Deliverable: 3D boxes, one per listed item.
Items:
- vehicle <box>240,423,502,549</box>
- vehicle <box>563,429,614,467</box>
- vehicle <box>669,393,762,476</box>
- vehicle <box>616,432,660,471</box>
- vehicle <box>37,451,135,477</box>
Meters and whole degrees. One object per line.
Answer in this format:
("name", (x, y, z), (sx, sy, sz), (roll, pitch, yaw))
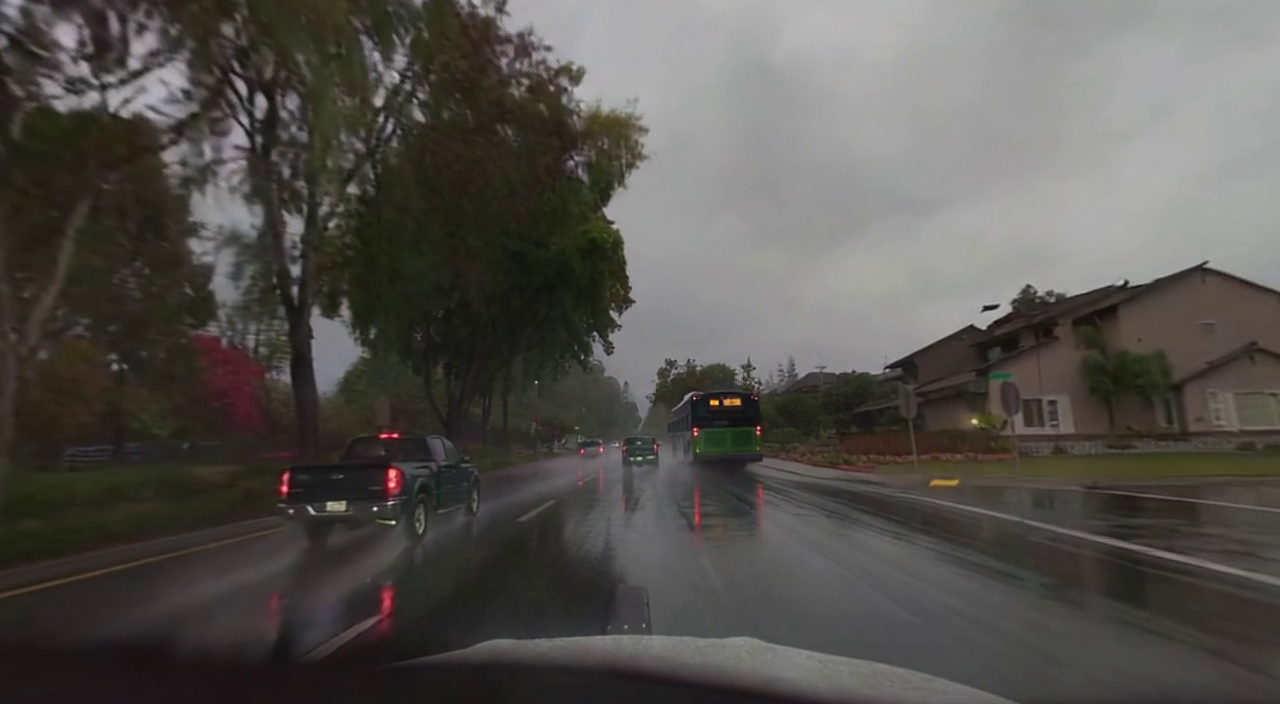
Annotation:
("vehicle", (-3.836, 1.997, 10.113), (2.109, 1.543, 4.535), (0, -8, 1))
("vehicle", (-2.957, 5.695, 37.482), (2.513, 2.066, 5.820), (0, -8, 0))
("vehicle", (3.273, 4.182, 31.292), (3.059, 3.264, 12.623), (0, -8, 0))
("vehicle", (-0.062, 5.063, 32.265), (2.074, 1.849, 5.137), (0, -8, 1))
("vehicle", (-33.941, 6.868, 38.809), (1.745, 1.441, 4.693), (0, -8, 1))
